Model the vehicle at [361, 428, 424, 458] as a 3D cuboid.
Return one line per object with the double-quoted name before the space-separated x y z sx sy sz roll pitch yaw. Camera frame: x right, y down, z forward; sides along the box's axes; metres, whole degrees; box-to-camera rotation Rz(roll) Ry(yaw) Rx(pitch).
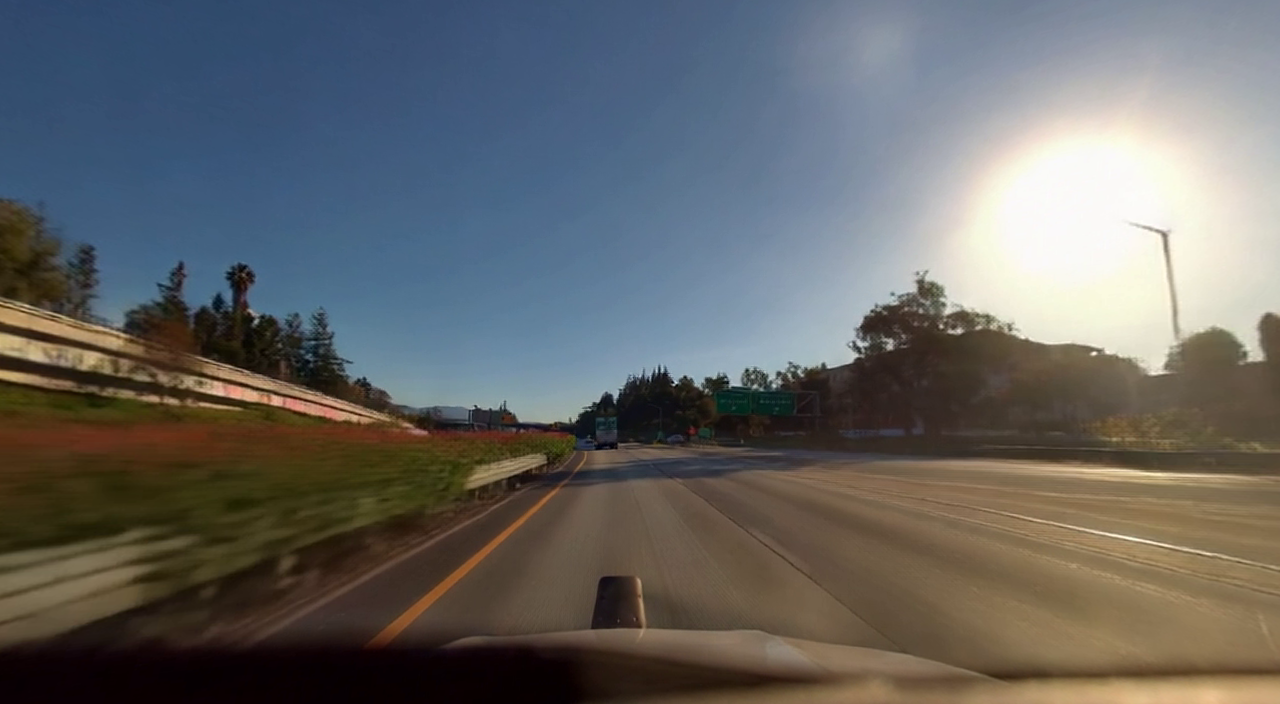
"vehicle" -14.506 5.371 37.211 2.059 1.661 4.441 0 -8 -2
